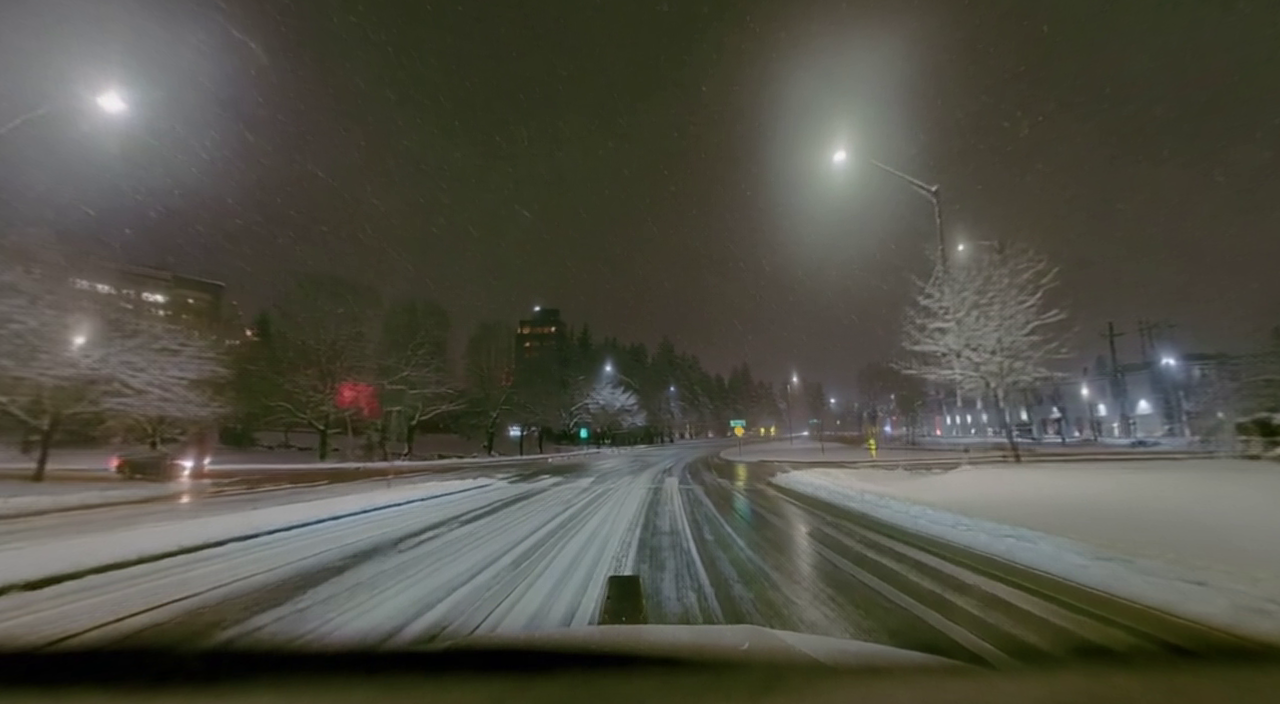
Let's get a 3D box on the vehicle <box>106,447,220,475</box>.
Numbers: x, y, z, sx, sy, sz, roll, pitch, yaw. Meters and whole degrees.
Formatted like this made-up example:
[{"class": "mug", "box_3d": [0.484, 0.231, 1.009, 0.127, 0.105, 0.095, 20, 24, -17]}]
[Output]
[{"class": "vehicle", "box_3d": [-26.455, 6.019, 35.042, 4.935, 1.476, 2.141, -2, -8, 9]}]
